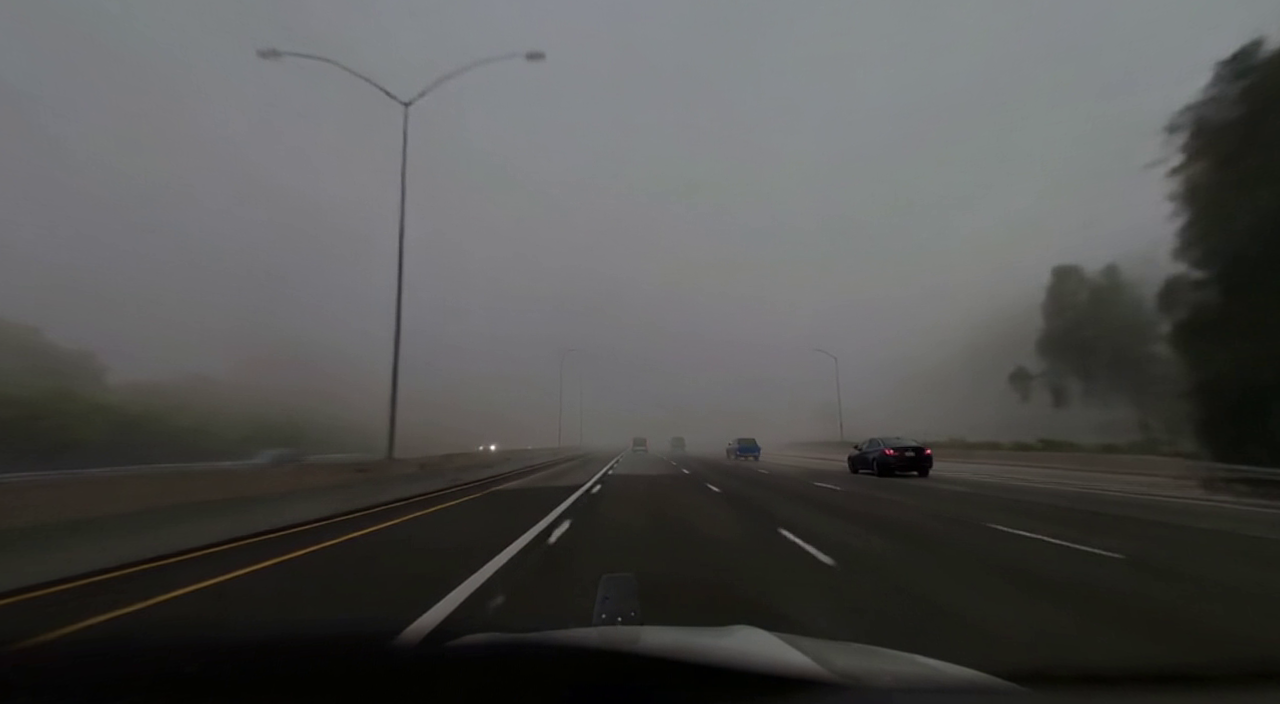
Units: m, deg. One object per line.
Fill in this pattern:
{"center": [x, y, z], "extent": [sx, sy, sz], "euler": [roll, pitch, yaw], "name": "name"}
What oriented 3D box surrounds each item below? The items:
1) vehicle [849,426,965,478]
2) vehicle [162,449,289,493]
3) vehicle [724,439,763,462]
{"center": [11.038, 4.204, 26.654], "extent": [2.387, 1.936, 5.646], "euler": [0, -9, 0], "name": "vehicle"}
{"center": [-15.879, 4.552, 24.443], "extent": [1.907, 1.498, 4.414], "euler": [0, -9, 0], "name": "vehicle"}
{"center": [7.428, 7.114, 45.644], "extent": [2.053, 1.553, 4.463], "euler": [0, -9, -1], "name": "vehicle"}
